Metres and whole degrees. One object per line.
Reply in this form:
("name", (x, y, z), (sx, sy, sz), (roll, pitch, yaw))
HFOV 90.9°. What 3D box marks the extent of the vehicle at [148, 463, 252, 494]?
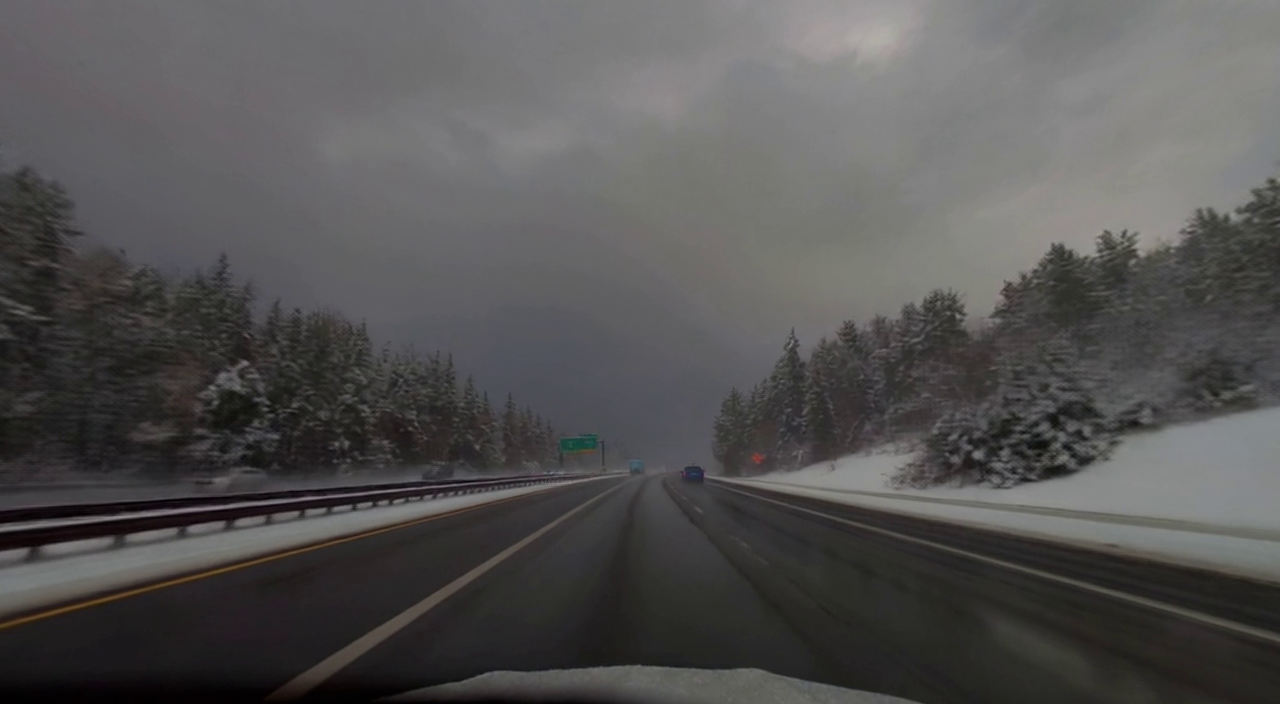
("vehicle", (-20.672, 5.950, 29.833), (1.917, 1.373, 4.065), (0, -10, 2))
